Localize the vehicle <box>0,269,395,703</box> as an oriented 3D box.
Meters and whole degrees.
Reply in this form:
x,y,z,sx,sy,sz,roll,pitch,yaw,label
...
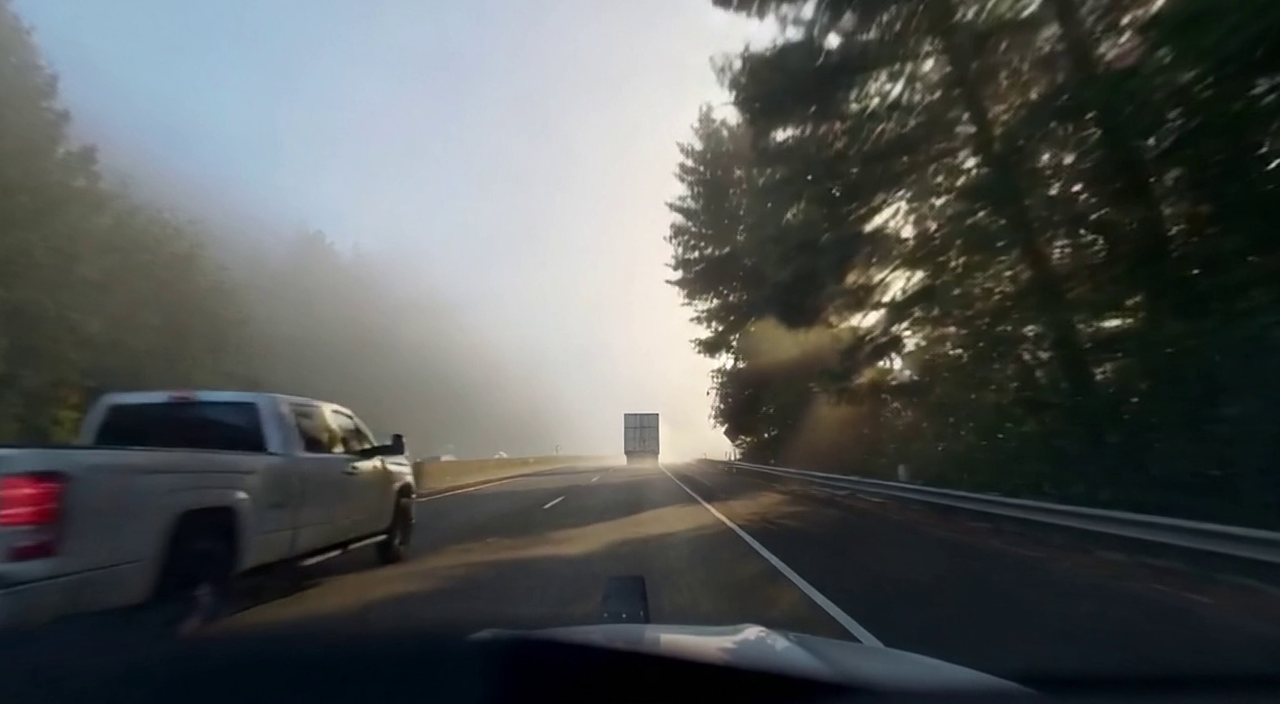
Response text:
x,y,z,sx,sy,sz,roll,pitch,yaw,label
-4.000,0.955,4.377,2.283,2.156,5.546,0,-9,1,vehicle

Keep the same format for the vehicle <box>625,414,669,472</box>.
x,y,z,sx,sy,sz,roll,pitch,yaw,label
0.535,7.026,48.399,3.024,3.965,10.399,0,-9,1,vehicle
